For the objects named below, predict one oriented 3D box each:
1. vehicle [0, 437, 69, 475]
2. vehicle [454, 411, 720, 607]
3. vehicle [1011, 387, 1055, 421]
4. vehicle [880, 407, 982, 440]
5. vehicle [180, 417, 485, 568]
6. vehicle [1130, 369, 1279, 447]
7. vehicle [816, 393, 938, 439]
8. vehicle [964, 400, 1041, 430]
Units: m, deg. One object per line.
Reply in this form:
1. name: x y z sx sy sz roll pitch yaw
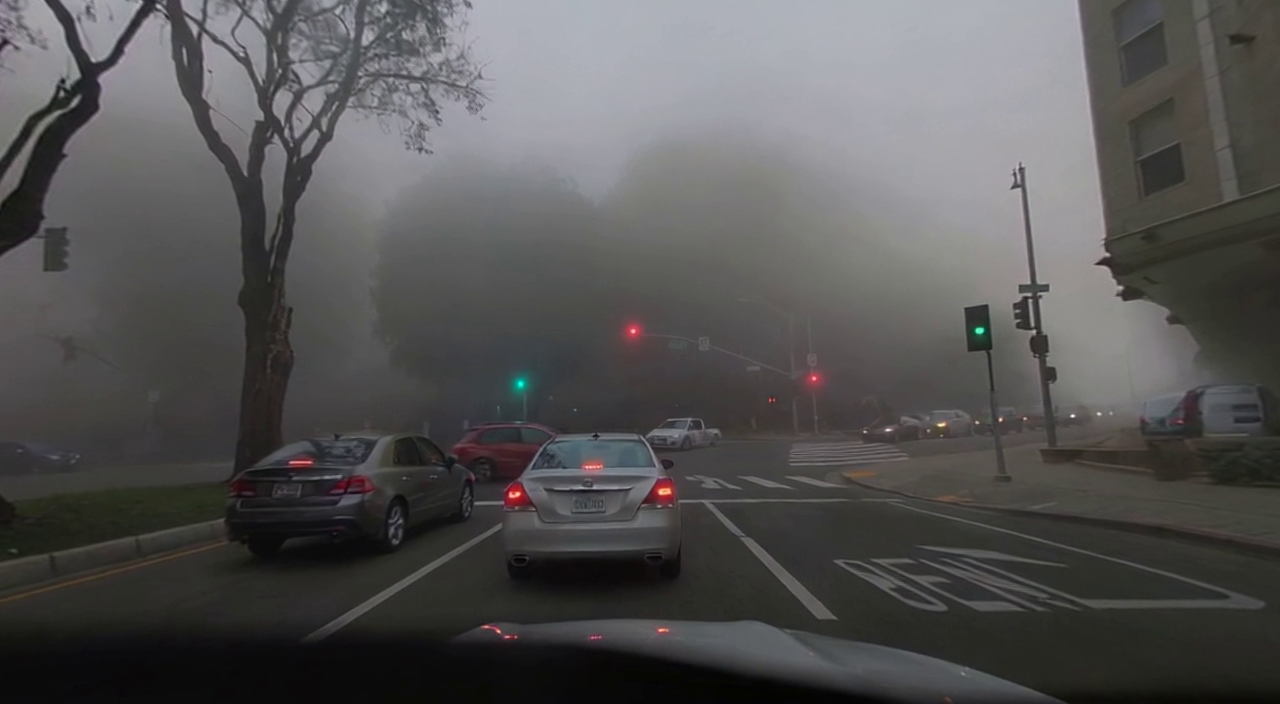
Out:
1. vehicle: -32.410 5.315 32.326 4.280 1.857 2.136 0 -8 1
2. vehicle: -0.433 1.525 6.989 2.082 1.520 3.896 0 -8 -1
3. vehicle: 27.016 3.617 43.317 2.152 1.993 5.078 -6 -10 34
4. vehicle: 15.115 3.756 32.839 4.775 1.604 1.915 3 -9 -21
5. vehicle: -3.700 1.765 8.734 1.934 1.522 4.464 0 -8 0
6. vehicle: 21.714 2.107 23.192 5.756 2.653 2.403 1 -8 -11
7. vehicle: 13.763 3.787 36.716 6.541 2.480 2.259 3 -9 -19
8. vehicle: 21.133 3.715 36.752 5.017 1.542 2.055 7 -11 -38
